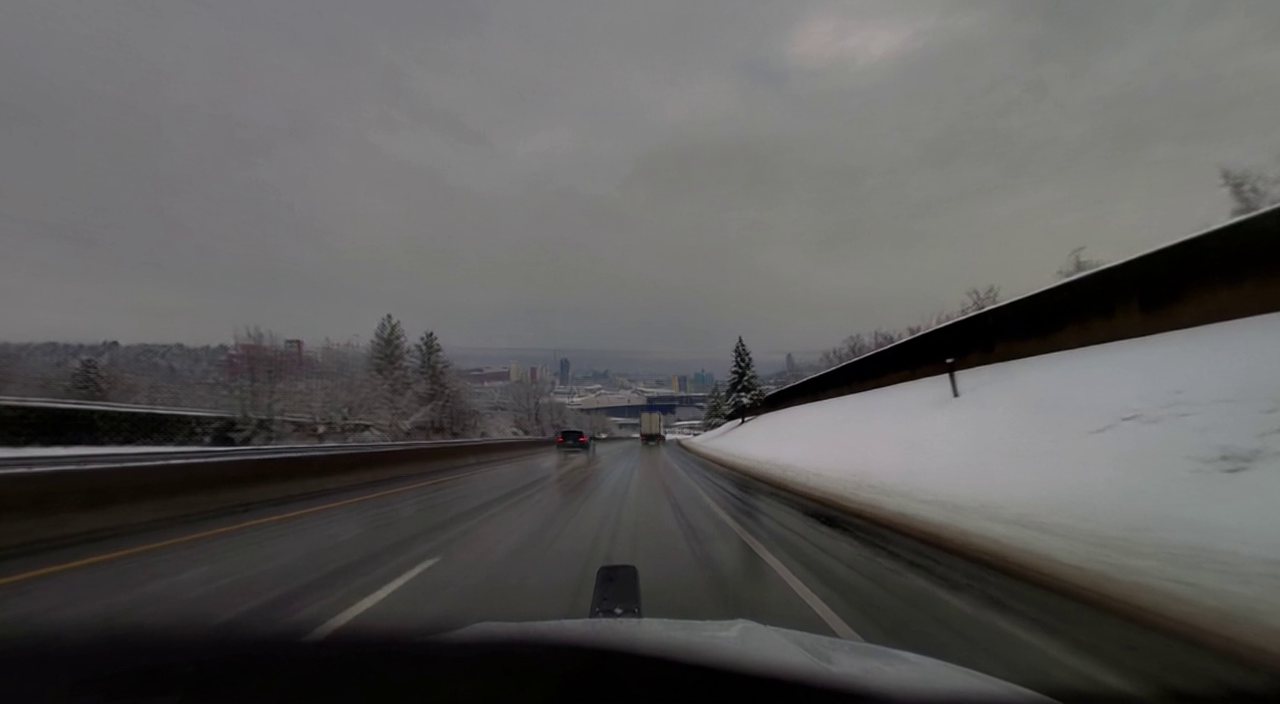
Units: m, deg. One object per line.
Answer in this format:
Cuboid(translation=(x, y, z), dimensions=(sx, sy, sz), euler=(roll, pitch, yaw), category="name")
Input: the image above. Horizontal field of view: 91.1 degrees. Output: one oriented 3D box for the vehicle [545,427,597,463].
Cuboid(translation=(-3.329, 4.586, 31.185), dimensions=(2.018, 1.678, 4.312), euler=(0, -8, 1), category="vehicle")
